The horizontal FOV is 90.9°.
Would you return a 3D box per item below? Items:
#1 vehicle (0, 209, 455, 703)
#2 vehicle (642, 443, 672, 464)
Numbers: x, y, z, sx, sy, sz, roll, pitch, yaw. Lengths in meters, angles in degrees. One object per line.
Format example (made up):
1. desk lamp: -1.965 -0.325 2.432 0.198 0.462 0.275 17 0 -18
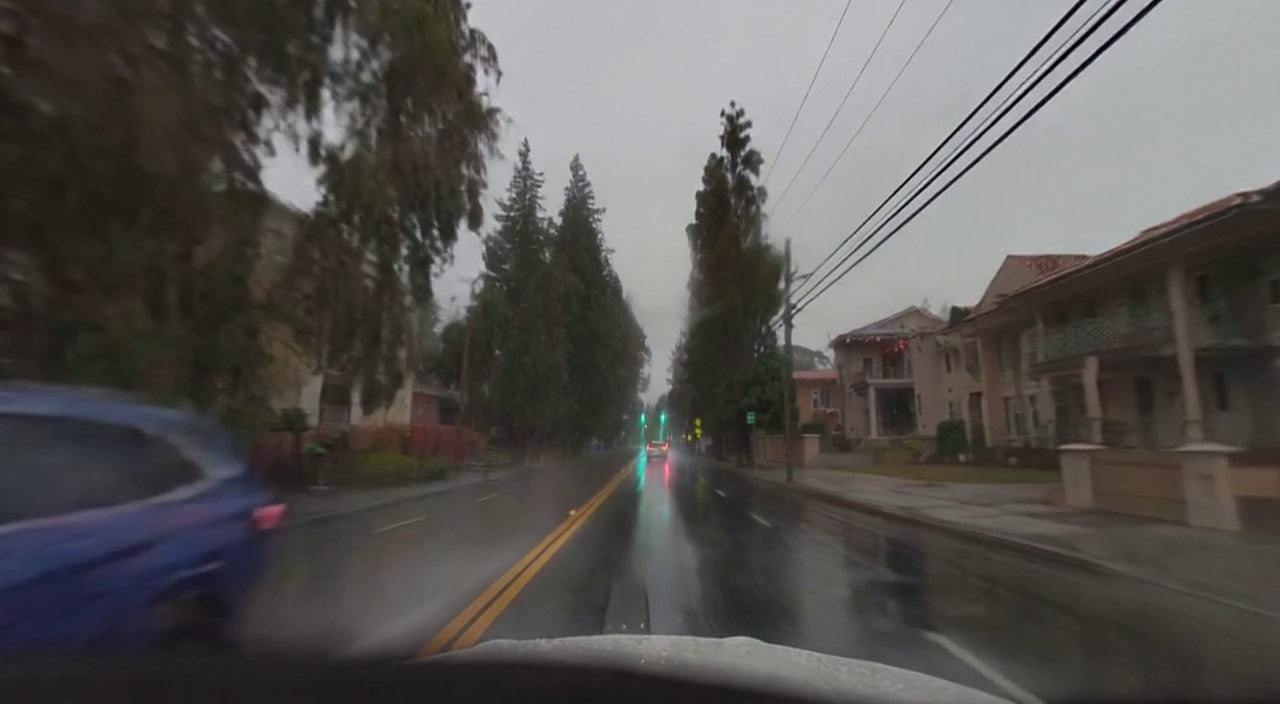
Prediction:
1. vehicle: -2.937 0.780 2.601 2.469 2.023 5.896 0 -9 1
2. vehicle: 1.213 7.548 46.944 2.097 1.463 4.043 0 -9 0
